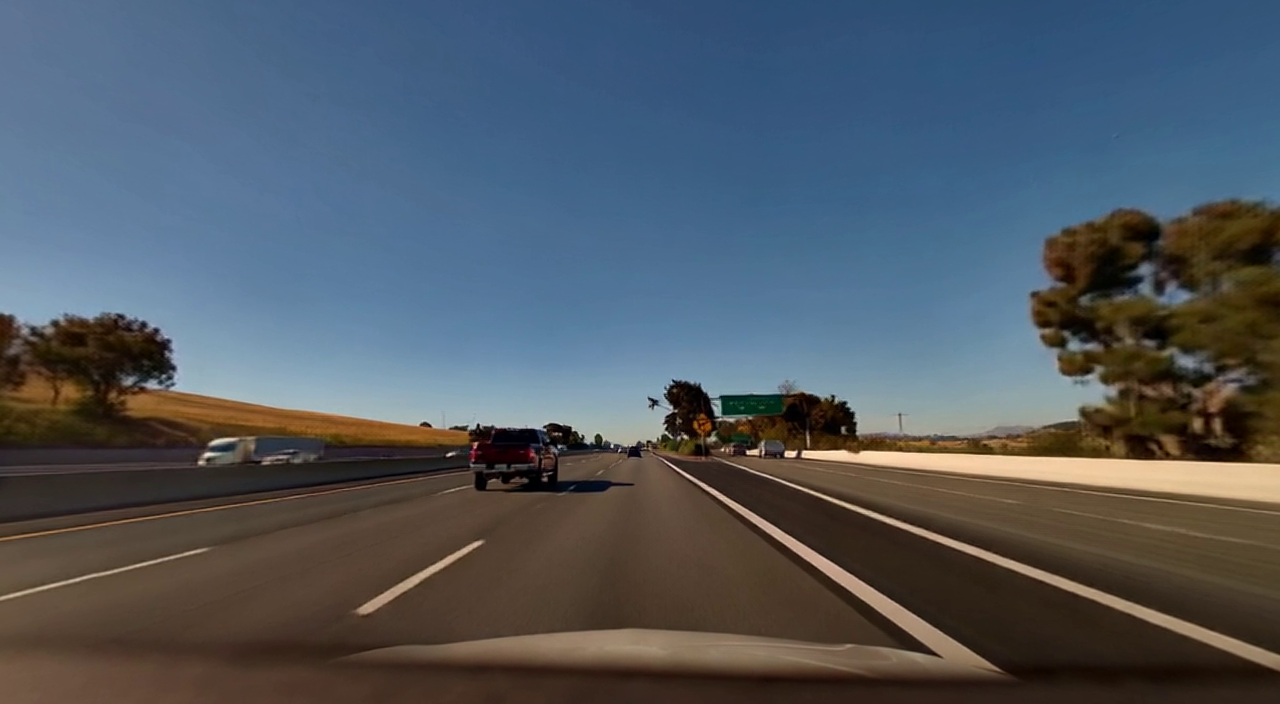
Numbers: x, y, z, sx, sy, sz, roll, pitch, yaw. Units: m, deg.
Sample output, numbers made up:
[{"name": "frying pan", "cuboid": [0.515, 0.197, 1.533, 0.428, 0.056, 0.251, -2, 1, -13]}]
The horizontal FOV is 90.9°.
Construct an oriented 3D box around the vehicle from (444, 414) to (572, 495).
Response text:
[{"name": "vehicle", "cuboid": [-3.790, 3.132, 19.584, 2.601, 2.084, 6.068, 0, -8, 1]}]
